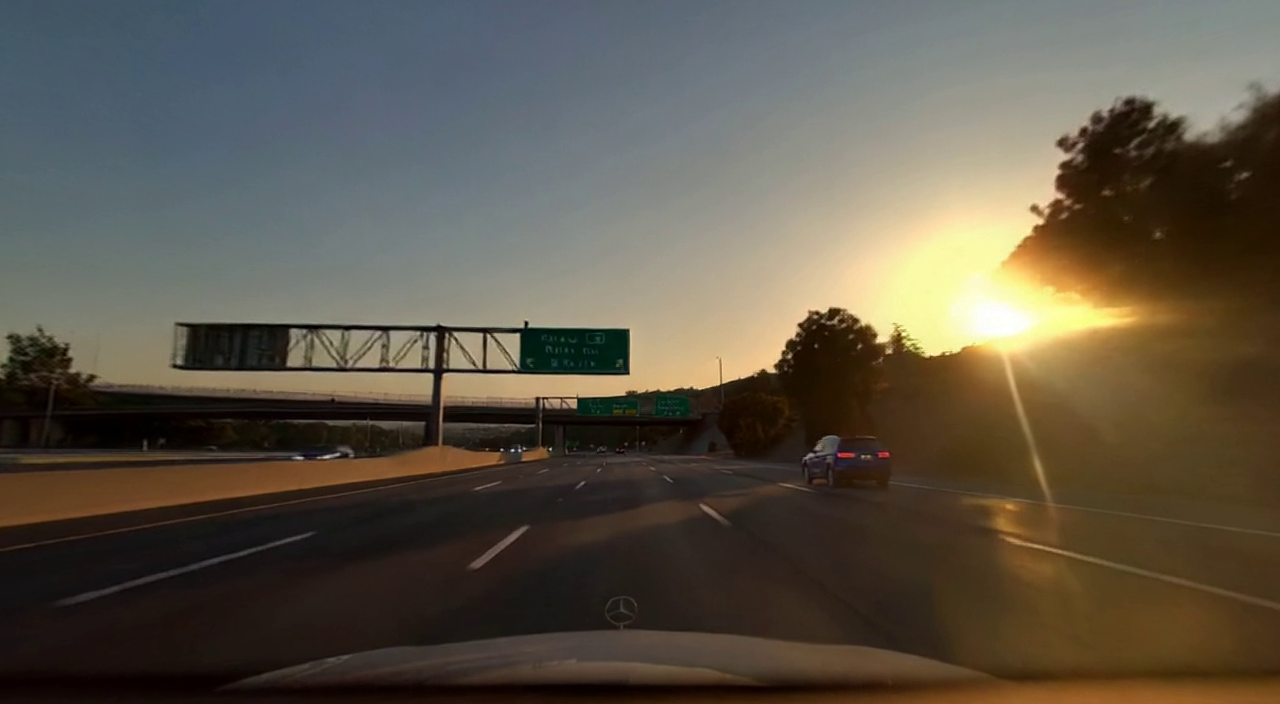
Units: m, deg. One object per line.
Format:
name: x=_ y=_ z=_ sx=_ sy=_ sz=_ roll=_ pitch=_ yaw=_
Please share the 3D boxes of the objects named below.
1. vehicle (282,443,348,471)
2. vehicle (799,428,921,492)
vehicle: x=-19.369 y=6.271 z=37.756 sx=1.818 sy=1.544 sz=4.027 roll=0 pitch=-9 yaw=-1
vehicle: x=6.536 y=3.263 z=19.335 sx=2.091 sy=1.711 sz=4.383 roll=0 pitch=-9 yaw=-1
